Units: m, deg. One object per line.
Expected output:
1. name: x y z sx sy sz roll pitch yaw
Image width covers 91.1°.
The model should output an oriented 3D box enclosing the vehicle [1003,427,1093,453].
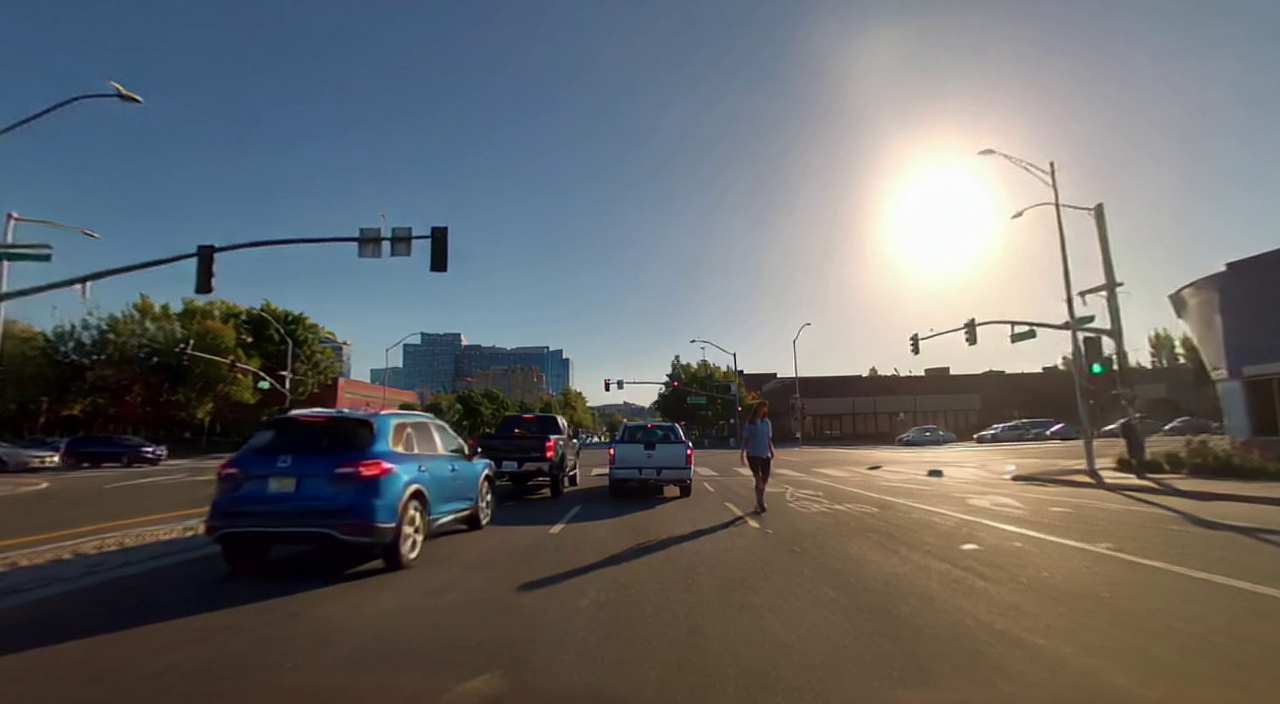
1. vehicle: 28.641 6.224 44.156 4.849 1.759 2.041 0 -8 -2

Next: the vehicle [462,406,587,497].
1. vehicle: -2.653 2.478 15.822 2.220 1.926 4.870 0 -8 0

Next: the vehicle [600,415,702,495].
1. vehicle: 0.207 2.595 16.118 2.204 1.738 4.690 0 -8 -1

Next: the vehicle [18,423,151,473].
1. vehicle: -33.117 5.711 37.551 5.884 2.243 2.287 -6 -5 0

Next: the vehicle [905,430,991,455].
1. vehicle: 20.007 5.886 40.857 4.624 1.601 1.871 0 -8 -2

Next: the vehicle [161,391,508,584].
1. vehicle: -3.213 1.533 7.901 2.006 1.707 4.448 0 -8 2
